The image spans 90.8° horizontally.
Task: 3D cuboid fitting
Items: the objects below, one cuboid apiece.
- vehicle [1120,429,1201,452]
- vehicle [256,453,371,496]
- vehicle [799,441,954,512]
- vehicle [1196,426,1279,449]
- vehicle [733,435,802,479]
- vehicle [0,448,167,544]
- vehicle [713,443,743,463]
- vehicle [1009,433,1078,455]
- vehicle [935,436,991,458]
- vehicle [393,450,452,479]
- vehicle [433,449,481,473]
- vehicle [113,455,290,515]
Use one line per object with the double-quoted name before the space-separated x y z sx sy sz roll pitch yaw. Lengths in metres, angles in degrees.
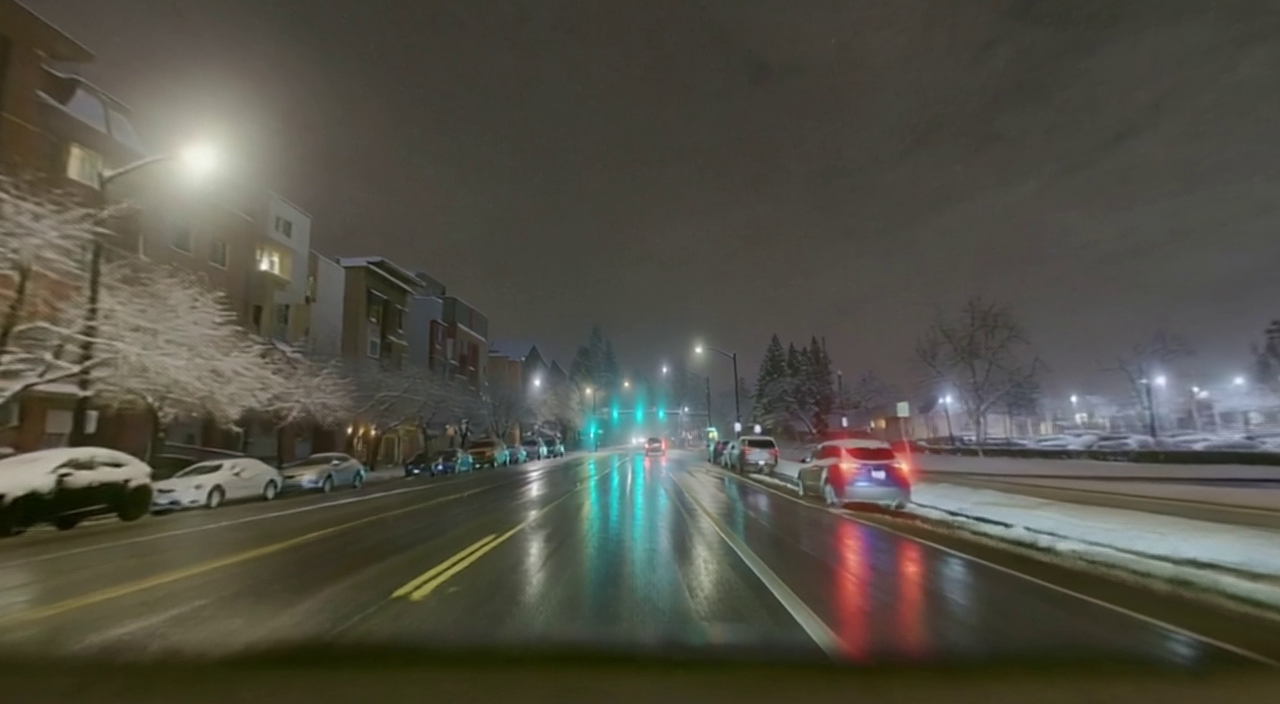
"vehicle" 36.740 6.285 44.760 1.780 1.479 4.556 0 -8 -1
"vehicle" -12.574 4.719 24.748 1.889 1.461 4.608 0 -8 2
"vehicle" 5.449 2.897 15.277 2.085 1.466 4.276 0 -8 0
"vehicle" 42.027 6.084 44.575 1.793 1.525 4.157 0 -8 2
"vehicle" 5.694 4.769 29.065 2.102 1.781 5.470 0 -8 1
"vehicle" -12.606 2.900 13.386 1.908 1.694 4.306 0 -8 -3
"vehicle" 6.788 7.782 48.912 1.947 1.487 4.549 0 -8 4
"vehicle" 28.536 6.546 44.859 1.790 1.460 4.515 0 -8 -2
"vehicle" 22.884 6.750 44.901 1.797 1.425 3.794 0 -8 -2
"vehicle" -12.211 6.285 35.686 1.926 1.499 3.869 0 -8 1
"vehicle" -12.204 7.265 42.364 1.723 1.418 4.359 0 -8 2
"vehicle" -12.688 3.833 18.746 1.779 1.433 4.633 0 -8 2
